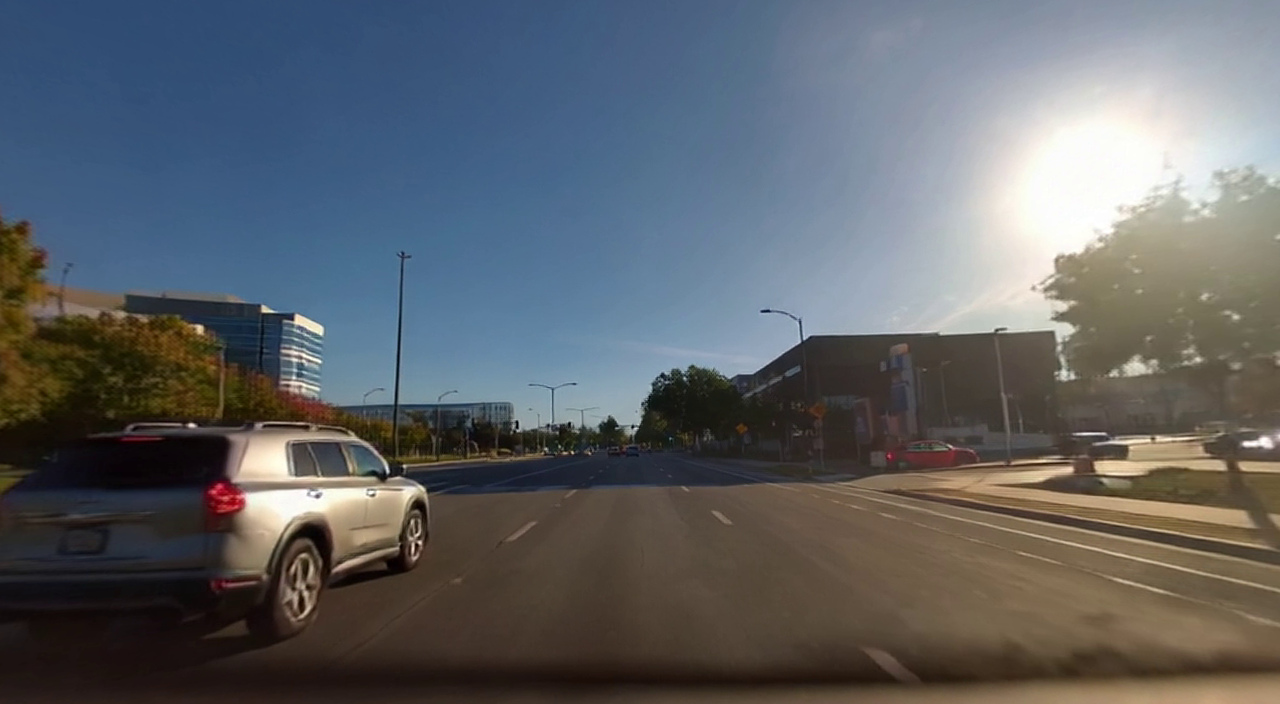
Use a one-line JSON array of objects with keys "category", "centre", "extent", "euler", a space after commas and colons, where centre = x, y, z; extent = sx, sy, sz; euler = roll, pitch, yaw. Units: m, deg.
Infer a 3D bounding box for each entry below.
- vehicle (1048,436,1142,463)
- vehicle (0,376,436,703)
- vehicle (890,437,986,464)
[{"category": "vehicle", "centre": [30.058, 6.461, 41.733], "extent": [4.507, 1.752, 2.016], "euler": [-1, -9, 9]}, {"category": "vehicle", "centre": [-3.448, 1.279, 5.126], "extent": [2.039, 1.656, 4.710], "euler": [0, -9, -1]}, {"category": "vehicle", "centre": [17.478, 5.845, 37.146], "extent": [4.671, 1.466, 1.937], "euler": [0, -10, 5]}]
